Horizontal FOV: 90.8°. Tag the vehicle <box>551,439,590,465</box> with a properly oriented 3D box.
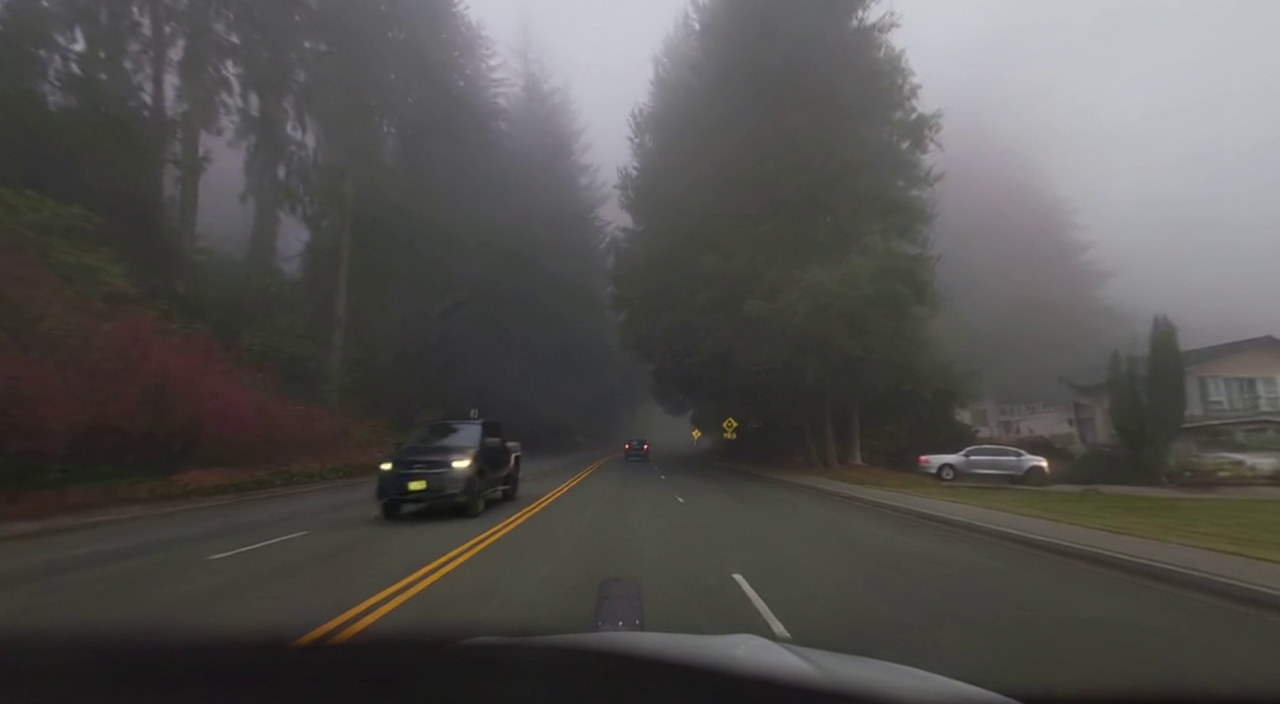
[{"bbox_3d":[-4.565,6.636,42.024,2.105,1.663,4.523,0,-9,-1],"label":"vehicle"}]

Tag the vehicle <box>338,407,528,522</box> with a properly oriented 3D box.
[{"bbox_3d":[-4.162,2.405,13.982,2.429,1.953,5.345,-2,-9,0],"label":"vehicle"}]

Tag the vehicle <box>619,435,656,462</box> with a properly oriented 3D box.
[{"bbox_3d":[-0.121,7.255,47.585,2.554,1.902,5.329,0,-9,2],"label":"vehicle"}]

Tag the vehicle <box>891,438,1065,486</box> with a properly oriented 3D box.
[{"bbox_3d":[11.052,3.606,20.900,4.697,1.462,1.881,0,-8,-2],"label":"vehicle"}]
